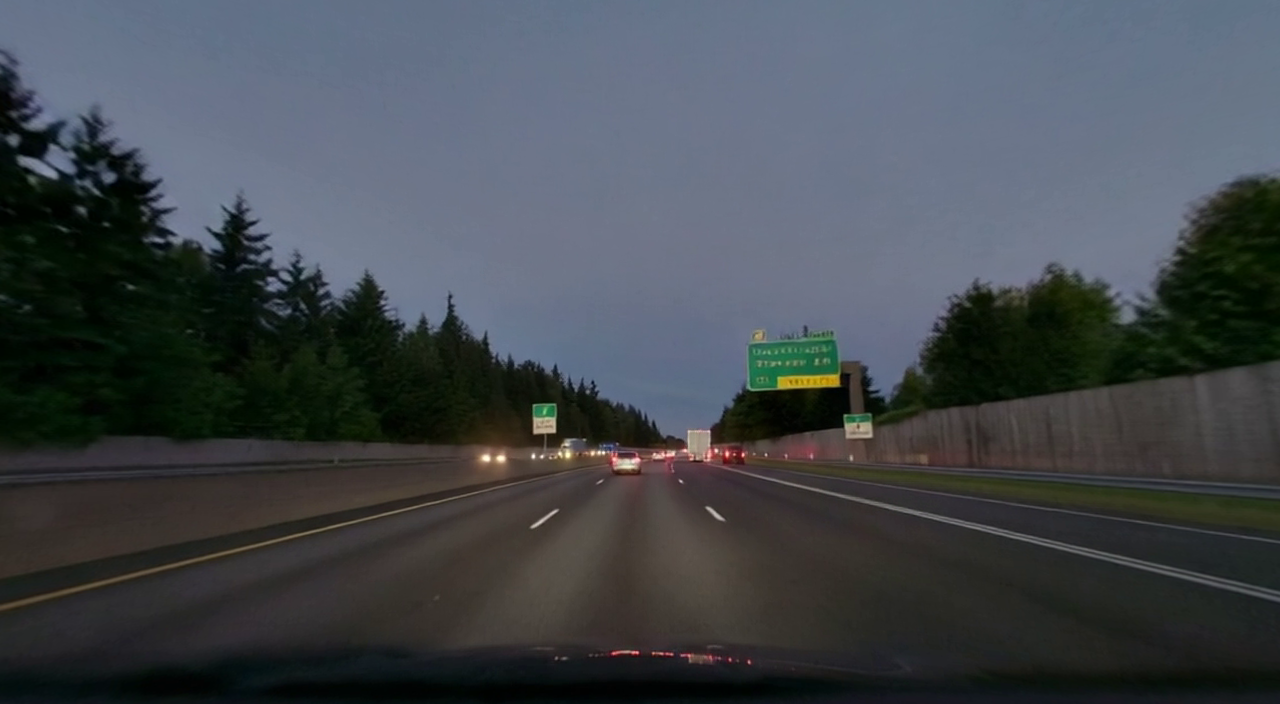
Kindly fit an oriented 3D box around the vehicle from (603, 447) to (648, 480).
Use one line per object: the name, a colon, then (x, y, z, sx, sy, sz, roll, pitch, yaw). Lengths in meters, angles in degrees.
vehicle: (-0.675, 5.639, 32.109, 2.035, 1.513, 4.272, -1, -9, 2)
